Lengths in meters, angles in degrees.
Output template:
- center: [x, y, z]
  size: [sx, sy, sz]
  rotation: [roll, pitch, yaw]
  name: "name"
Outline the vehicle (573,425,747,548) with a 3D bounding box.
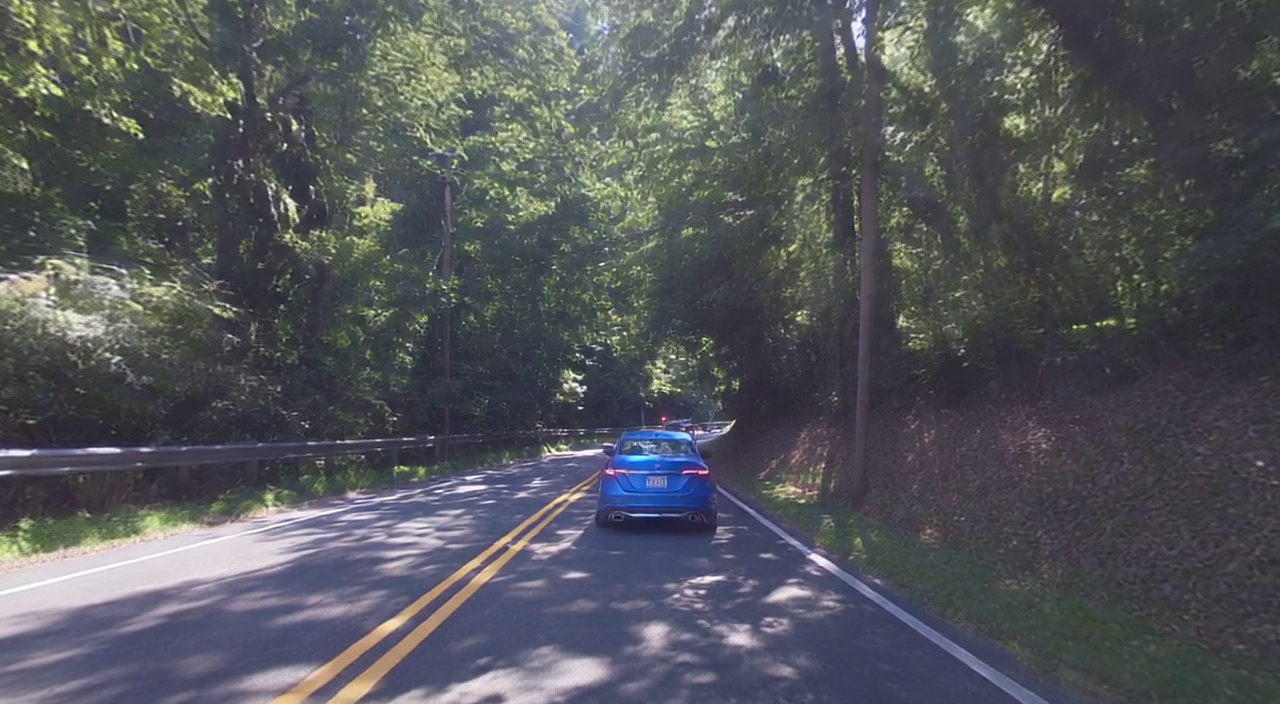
- center: [0.272, 1.978, 9.862]
  size: [2.187, 1.533, 3.726]
  rotation: [0, -8, 1]
  name: "vehicle"
